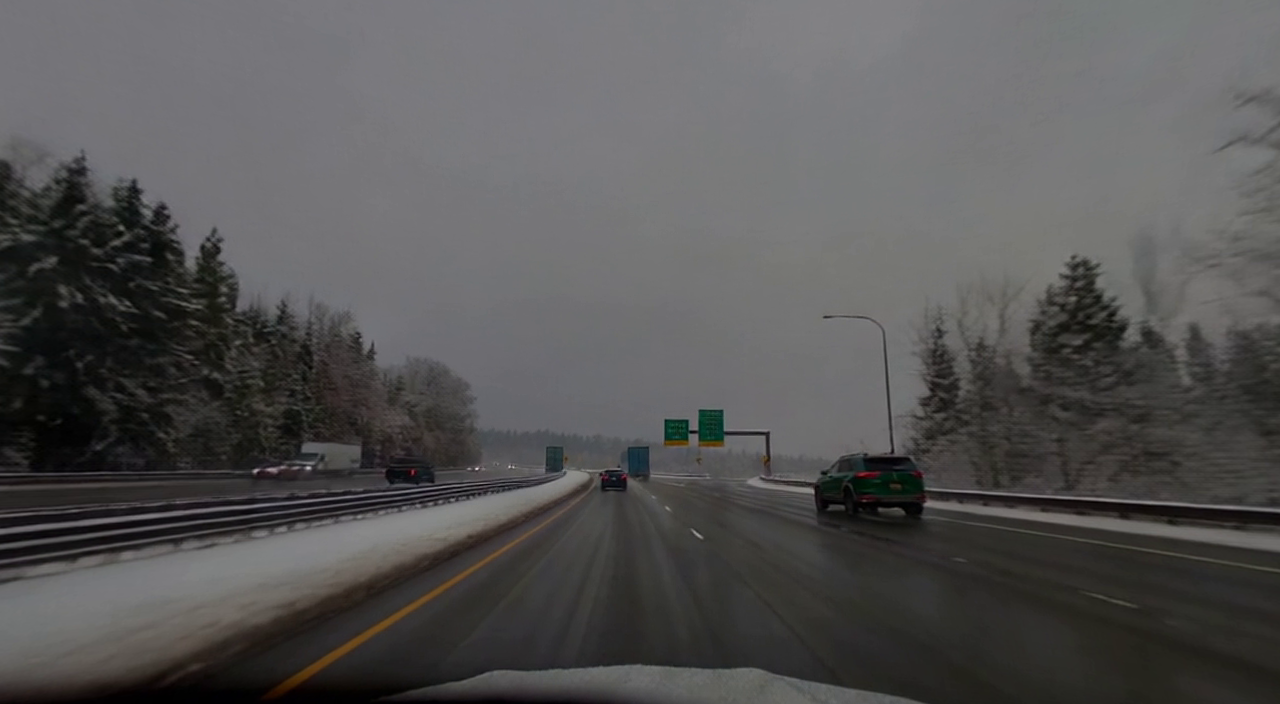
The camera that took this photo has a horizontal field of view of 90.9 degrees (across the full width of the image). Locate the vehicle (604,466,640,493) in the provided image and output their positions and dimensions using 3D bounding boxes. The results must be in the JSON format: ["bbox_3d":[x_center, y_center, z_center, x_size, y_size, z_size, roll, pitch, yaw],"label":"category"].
[{"bbox_3d":[-1.103,7.560,37.521,1.987,1.467,3.903,1,-10,-2],"label":"vehicle"}]

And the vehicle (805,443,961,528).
[{"bbox_3d":[5.829,3.293,15.870,1.998,1.776,4.663,1,-10,-1],"label":"vehicle"}]

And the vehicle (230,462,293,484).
[{"bbox_3d":[-27.453,8.802,45.850,1.882,1.504,4.527,1,-10,-3],"label":"vehicle"}]

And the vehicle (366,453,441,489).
[{"bbox_3d":[-11.784,5.987,31.787,1.952,1.618,4.859,1,-10,-1],"label":"vehicle"}]
